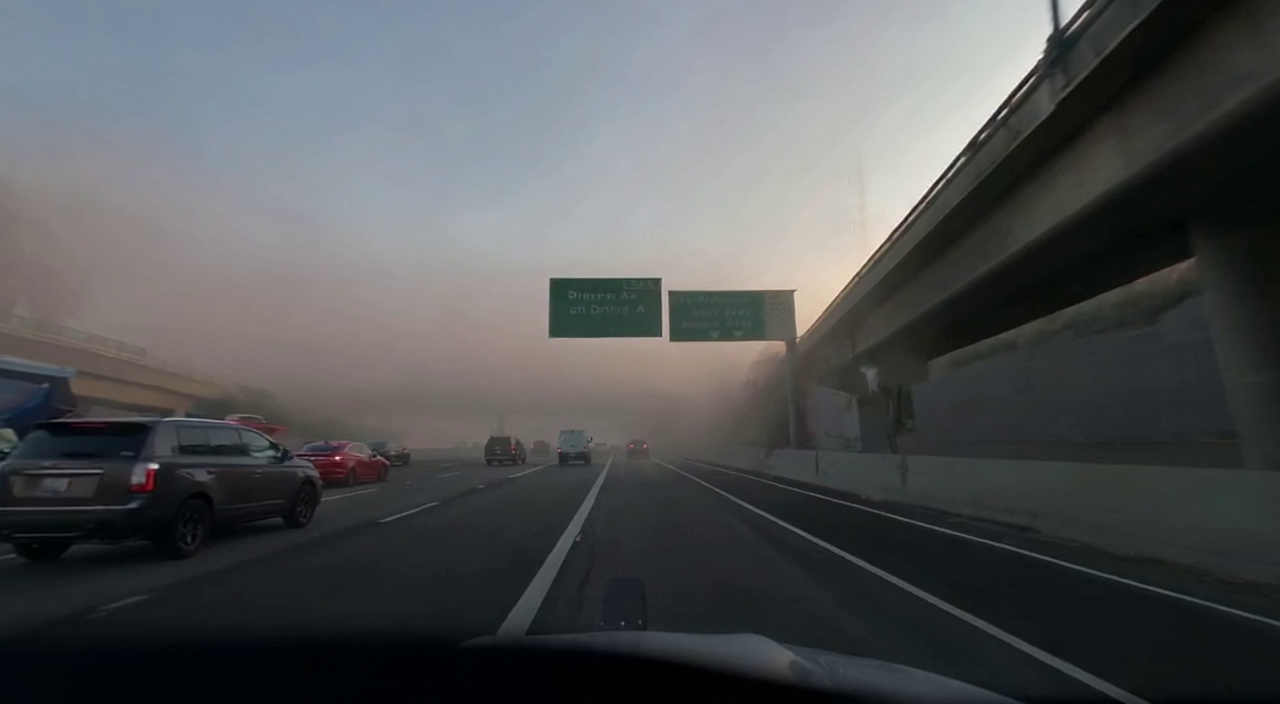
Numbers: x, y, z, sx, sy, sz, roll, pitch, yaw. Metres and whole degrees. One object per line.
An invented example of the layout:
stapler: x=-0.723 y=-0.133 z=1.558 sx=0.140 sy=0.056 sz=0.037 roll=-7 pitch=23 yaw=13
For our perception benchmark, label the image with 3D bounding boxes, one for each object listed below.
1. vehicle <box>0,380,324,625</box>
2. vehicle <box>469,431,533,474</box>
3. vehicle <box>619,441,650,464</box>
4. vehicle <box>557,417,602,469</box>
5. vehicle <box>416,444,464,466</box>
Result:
vehicle: x=-6.014 y=1.422 z=6.706 sx=2.355 sy=1.805 sz=5.938 roll=0 pitch=-8 yaw=-2
vehicle: x=-6.796 y=4.986 z=31.309 sx=2.179 sy=1.948 sz=4.618 roll=0 pitch=-8 yaw=-1
vehicle: x=-0.477 y=7.257 z=45.511 sx=2.079 sy=1.506 sz=4.488 roll=0 pitch=-8 yaw=-2
vehicle: x=-3.538 y=5.498 z=37.897 sx=2.301 sy=2.843 sz=6.458 roll=0 pitch=-8 yaw=-2
vehicle: x=-13.767 y=7.098 z=43.493 sx=1.899 sy=1.485 sz=4.368 roll=0 pitch=-8 yaw=-1
